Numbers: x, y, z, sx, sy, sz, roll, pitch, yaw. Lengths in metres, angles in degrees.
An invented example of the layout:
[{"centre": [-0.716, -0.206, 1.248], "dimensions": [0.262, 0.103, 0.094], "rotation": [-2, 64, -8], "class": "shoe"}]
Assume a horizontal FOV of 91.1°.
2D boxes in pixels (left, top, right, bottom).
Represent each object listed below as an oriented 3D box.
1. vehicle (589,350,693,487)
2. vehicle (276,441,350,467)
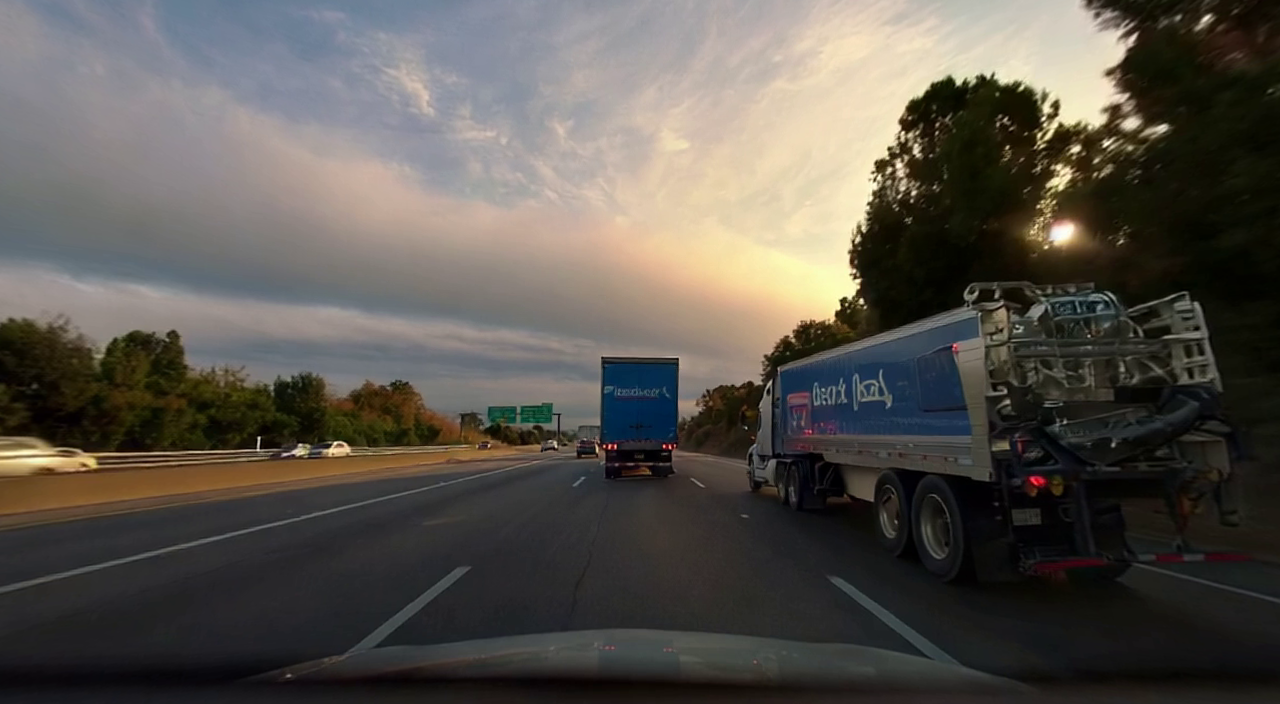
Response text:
[{"centre": [-0.102, 2.517, 22.816], "dimensions": [2.920, 3.860, 10.035], "rotation": [0, -8, -2], "class": "vehicle"}, {"centre": [-22.024, 6.880, 42.694], "dimensions": [1.947, 1.556, 5.825], "rotation": [0, -8, 0], "class": "vehicle"}]
